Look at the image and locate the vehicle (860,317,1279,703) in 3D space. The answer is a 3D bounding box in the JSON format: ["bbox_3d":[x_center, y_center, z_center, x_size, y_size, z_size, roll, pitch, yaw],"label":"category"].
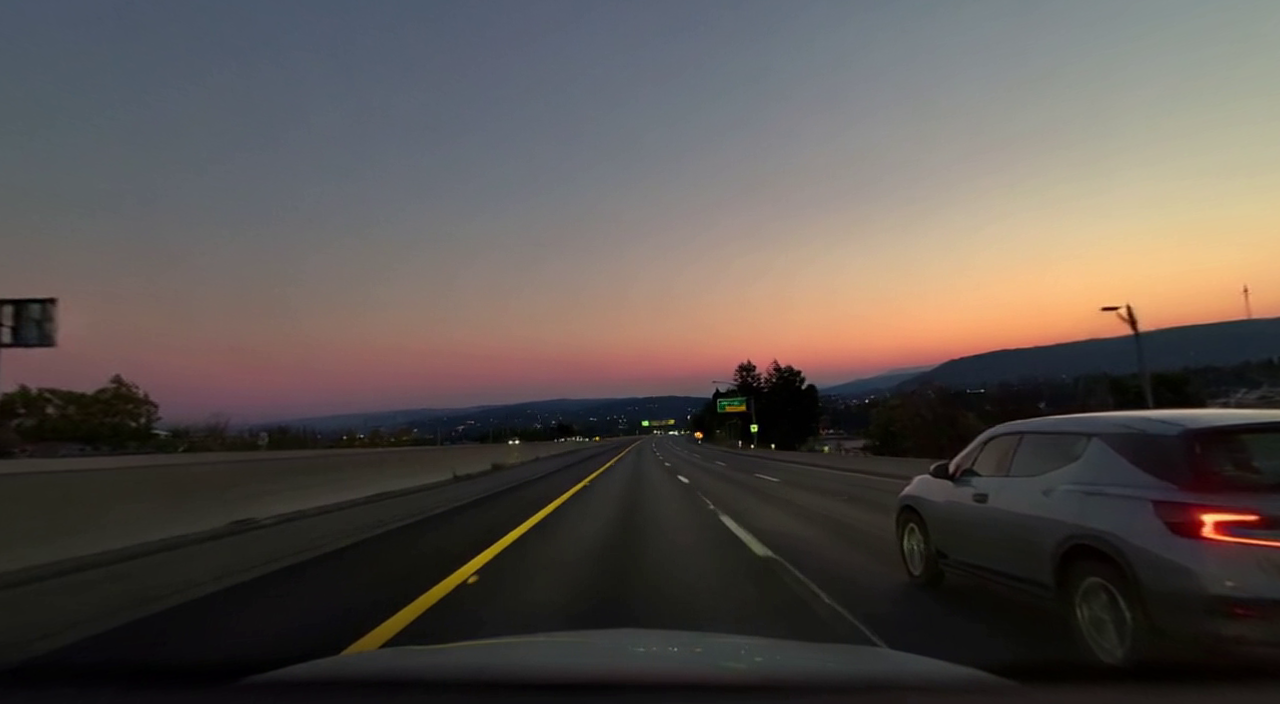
[{"bbox_3d":[3.206,1.027,4.103,2.059,1.715,4.192,0,-8,1],"label":"vehicle"}]
